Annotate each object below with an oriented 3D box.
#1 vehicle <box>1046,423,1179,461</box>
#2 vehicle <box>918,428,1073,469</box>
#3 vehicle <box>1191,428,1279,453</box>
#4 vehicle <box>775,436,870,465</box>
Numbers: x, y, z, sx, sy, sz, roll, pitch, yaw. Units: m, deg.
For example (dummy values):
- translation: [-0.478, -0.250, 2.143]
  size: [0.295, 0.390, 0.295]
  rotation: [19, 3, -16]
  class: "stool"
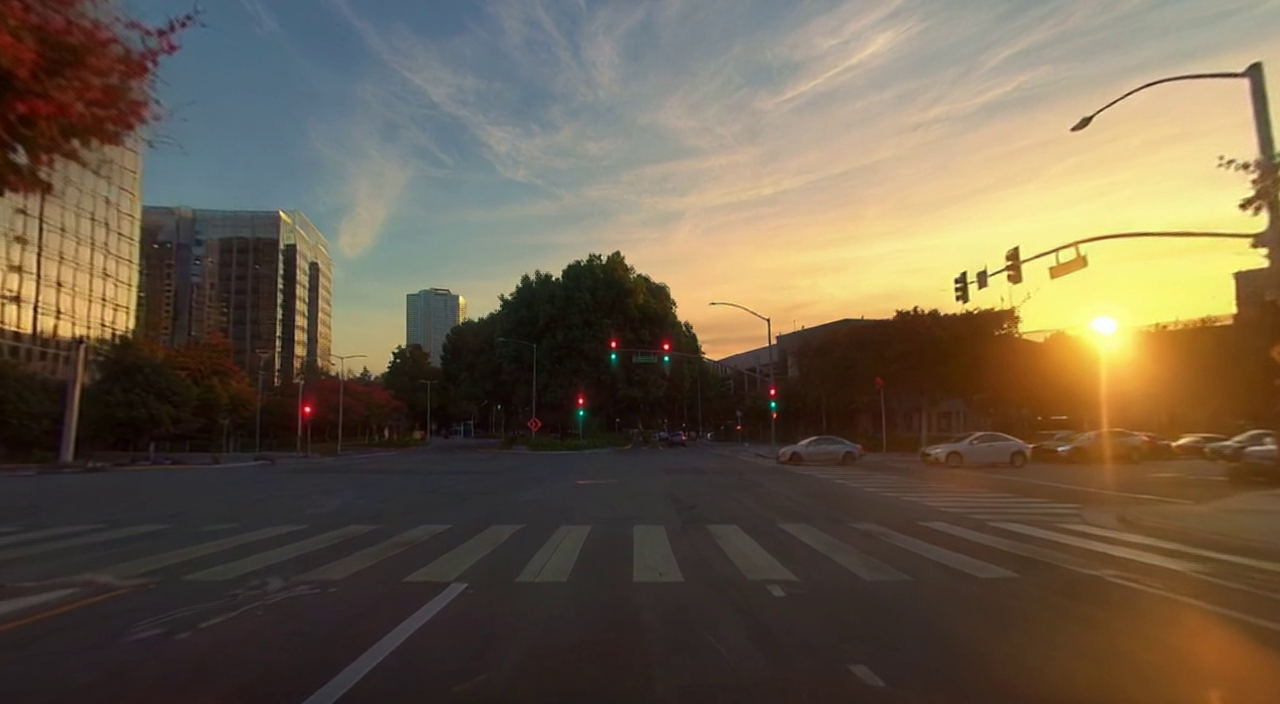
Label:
- translation: [22.355, 4.281, 30.040]
  size: [4.571, 1.698, 1.977]
  rotation: [-1, -9, 3]
  class: "vehicle"
- translation: [13.706, 3.743, 24.559]
  size: [4.916, 1.504, 1.846]
  rotation: [0, -9, -1]
  class: "vehicle"
- translation: [42.250, 6.254, 44.521]
  size: [2.037, 1.614, 5.175]
  rotation: [0, -9, 0]
  class: "vehicle"
- translation: [8.574, 4.673, 29.977]
  size: [4.046, 1.306, 1.719]
  rotation: [-1, -9, 5]
  class: "vehicle"
